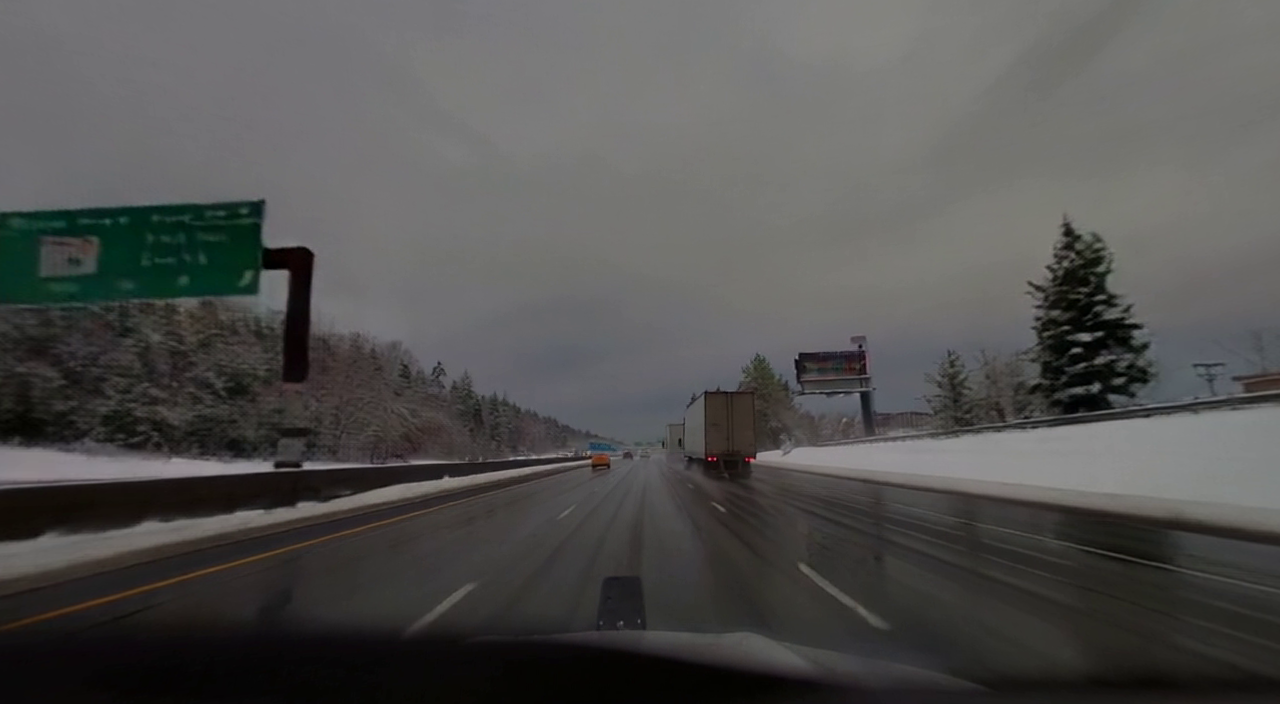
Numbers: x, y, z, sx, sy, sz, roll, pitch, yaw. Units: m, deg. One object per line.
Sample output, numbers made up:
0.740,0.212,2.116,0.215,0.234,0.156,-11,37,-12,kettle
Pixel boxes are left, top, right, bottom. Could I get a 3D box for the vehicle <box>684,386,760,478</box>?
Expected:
4.366,4.826,36.855,2.826,4.269,14.176,0,-9,1,vehicle
